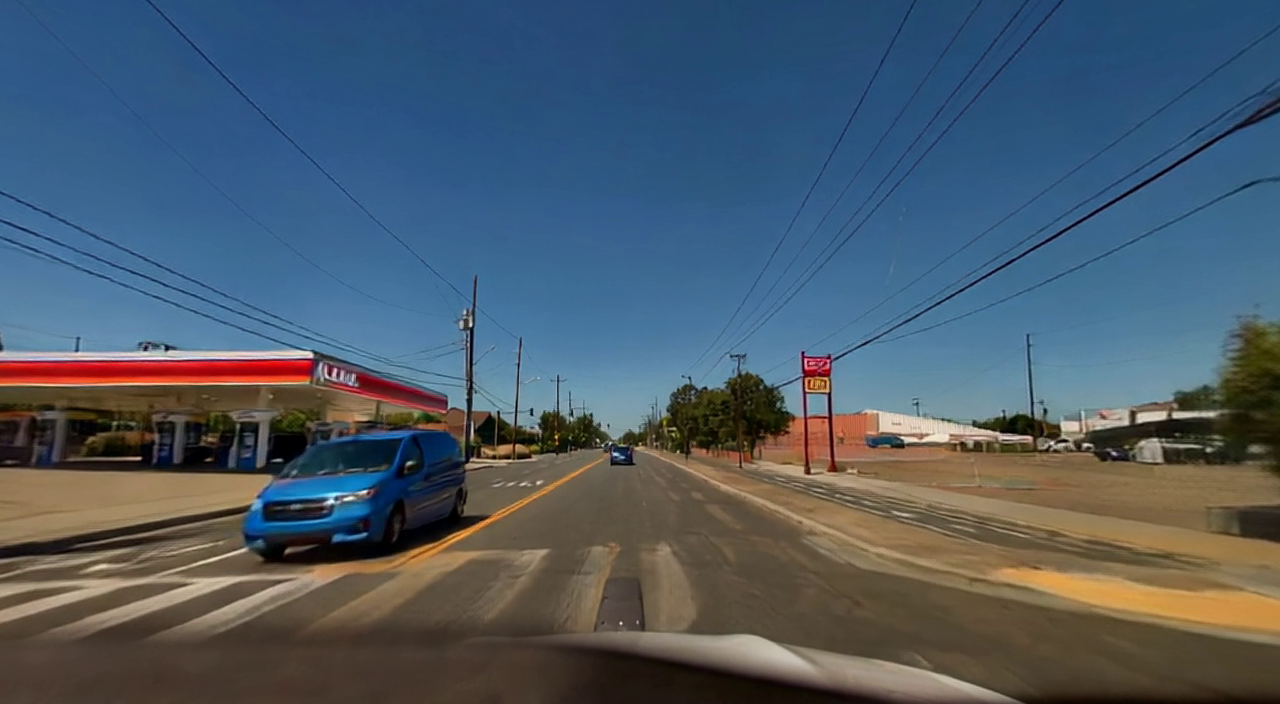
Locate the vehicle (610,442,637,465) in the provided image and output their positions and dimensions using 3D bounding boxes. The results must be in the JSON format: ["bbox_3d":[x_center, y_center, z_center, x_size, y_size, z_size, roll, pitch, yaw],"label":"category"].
[{"bbox_3d":[-1.236,7.787,48.756,2.000,1.663,4.271,0,-8,-1],"label":"vehicle"}]

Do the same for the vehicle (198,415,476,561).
[{"bbox_3d":[-4.519,2.074,10.583,2.274,1.844,4.843,0,-8,-1],"label":"vehicle"}]
